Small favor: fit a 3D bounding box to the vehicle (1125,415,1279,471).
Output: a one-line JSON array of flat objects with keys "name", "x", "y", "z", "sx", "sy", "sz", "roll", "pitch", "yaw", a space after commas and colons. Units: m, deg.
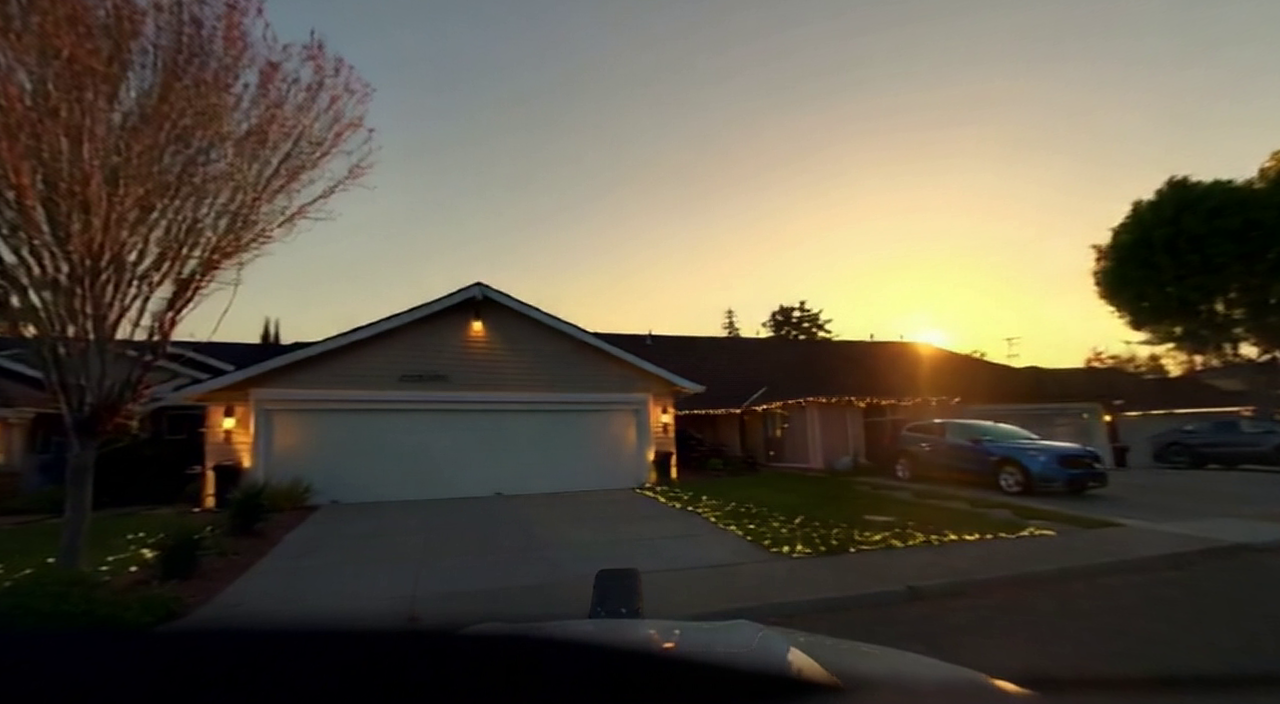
[{"name": "vehicle", "x": 17.592, "y": 2.616, "z": 18.568, "sx": 1.807, "sy": 1.485, "sz": 4.916, "roll": 4, "pitch": -6, "yaw": -27}]
